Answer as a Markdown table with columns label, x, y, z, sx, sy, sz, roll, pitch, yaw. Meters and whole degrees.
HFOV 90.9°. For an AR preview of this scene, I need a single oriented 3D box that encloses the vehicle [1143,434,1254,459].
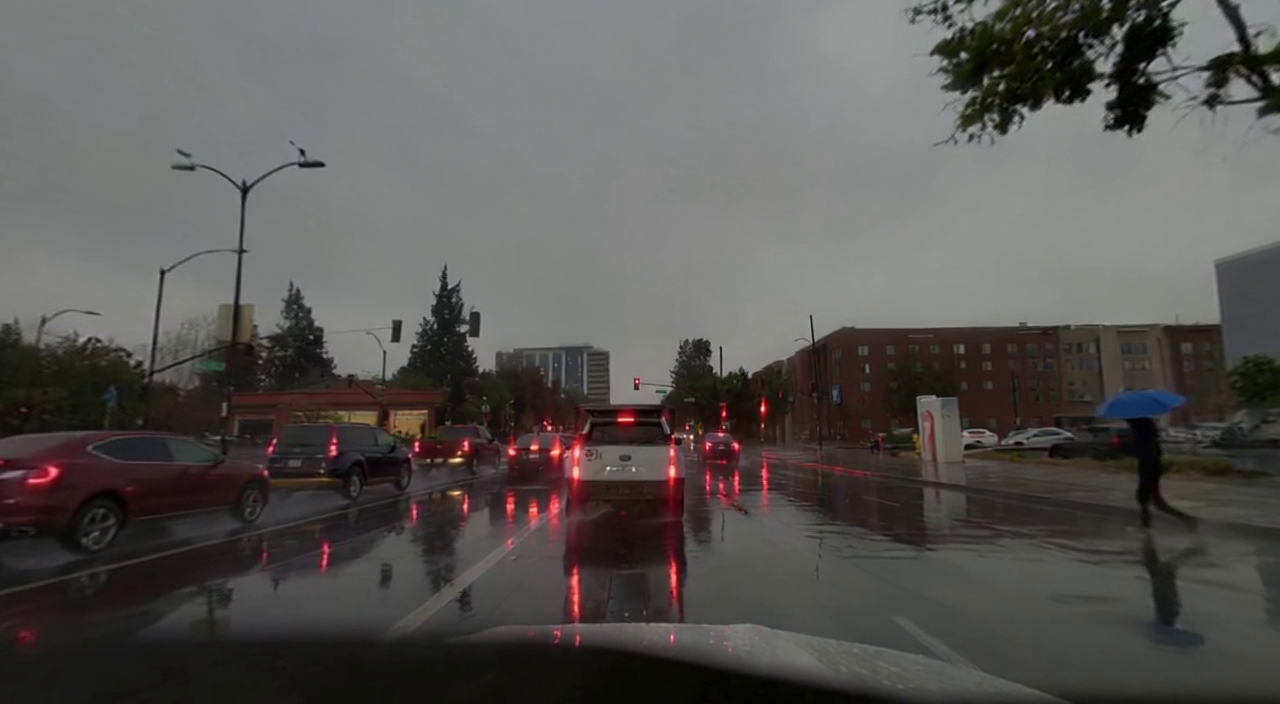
| label | x | y | z | sx | sy | sz | roll | pitch | yaw |
| --- | --- | --- | --- | --- | --- | --- | --- | --- | --- |
| vehicle | 29.800 | 5.064 | 33.745 | 4.176 | 1.313 | 1.719 | 0 | -9 | 3 |

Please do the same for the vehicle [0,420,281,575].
| label | x | y | z | sx | sy | sz | roll | pitch | yaw |
| --- | --- | --- | --- | --- | --- | --- | --- | --- | --- |
| vehicle | -6.886 | 1.698 | 8.196 | 1.831 | 1.451 | 4.382 | 0 | -8 | 0 |

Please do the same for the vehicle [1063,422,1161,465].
| label | x | y | z | sx | sy | sz | roll | pitch | yaw |
| --- | --- | --- | --- | --- | --- | --- | --- | --- | --- |
| vehicle | 19.609 | 3.795 | 26.136 | 4.156 | 1.622 | 1.924 | 6 | -10 | -35 |

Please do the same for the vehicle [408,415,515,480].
| label | x | y | z | sx | sy | sz | roll | pitch | yaw |
| --- | --- | --- | --- | --- | --- | --- | --- | --- | --- |
| vehicle | -6.270 | 3.449 | 22.818 | 2.496 | 2.112 | 4.351 | 0 | -8 | 1 |

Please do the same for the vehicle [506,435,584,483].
| label | x | y | z | sx | sy | sz | roll | pitch | yaw |
| --- | --- | --- | --- | --- | --- | --- | --- | --- | --- |
| vehicle | -3.141 | 3.639 | 21.742 | 1.894 | 1.461 | 4.080 | 0 | -8 | 2 |

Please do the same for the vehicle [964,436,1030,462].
| label | x | y | z | sx | sy | sz | roll | pitch | yaw |
| --- | --- | --- | --- | --- | --- | --- | --- | --- | --- |
| vehicle | 20.509 | 5.560 | 36.200 | 3.836 | 1.443 | 1.694 | 6 | -10 | -34 |

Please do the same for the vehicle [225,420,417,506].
| label | x | y | z | sx | sy | sz | roll | pitch | yaw |
| --- | --- | --- | --- | --- | --- | --- | --- | --- | --- |
| vehicle | -6.988 | 2.477 | 14.480 | 1.941 | 1.655 | 4.503 | 0 | -8 | 1 |

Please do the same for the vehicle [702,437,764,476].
| label | x | y | z | sx | sy | sz | roll | pitch | yaw |
| --- | --- | --- | --- | --- | --- | --- | --- | --- | --- |
| vehicle | 3.696 | 4.228 | 25.785 | 2.023 | 1.441 | 4.240 | 0 | -8 | 1 |

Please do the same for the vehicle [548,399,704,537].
| label | x | y | z | sx | sy | sz | roll | pitch | yaw |
| --- | --- | --- | --- | --- | --- | --- | --- | --- | --- |
| vehicle | -0.188 | 1.866 | 10.619 | 2.064 | 1.817 | 4.298 | 0 | -8 | 0 |
